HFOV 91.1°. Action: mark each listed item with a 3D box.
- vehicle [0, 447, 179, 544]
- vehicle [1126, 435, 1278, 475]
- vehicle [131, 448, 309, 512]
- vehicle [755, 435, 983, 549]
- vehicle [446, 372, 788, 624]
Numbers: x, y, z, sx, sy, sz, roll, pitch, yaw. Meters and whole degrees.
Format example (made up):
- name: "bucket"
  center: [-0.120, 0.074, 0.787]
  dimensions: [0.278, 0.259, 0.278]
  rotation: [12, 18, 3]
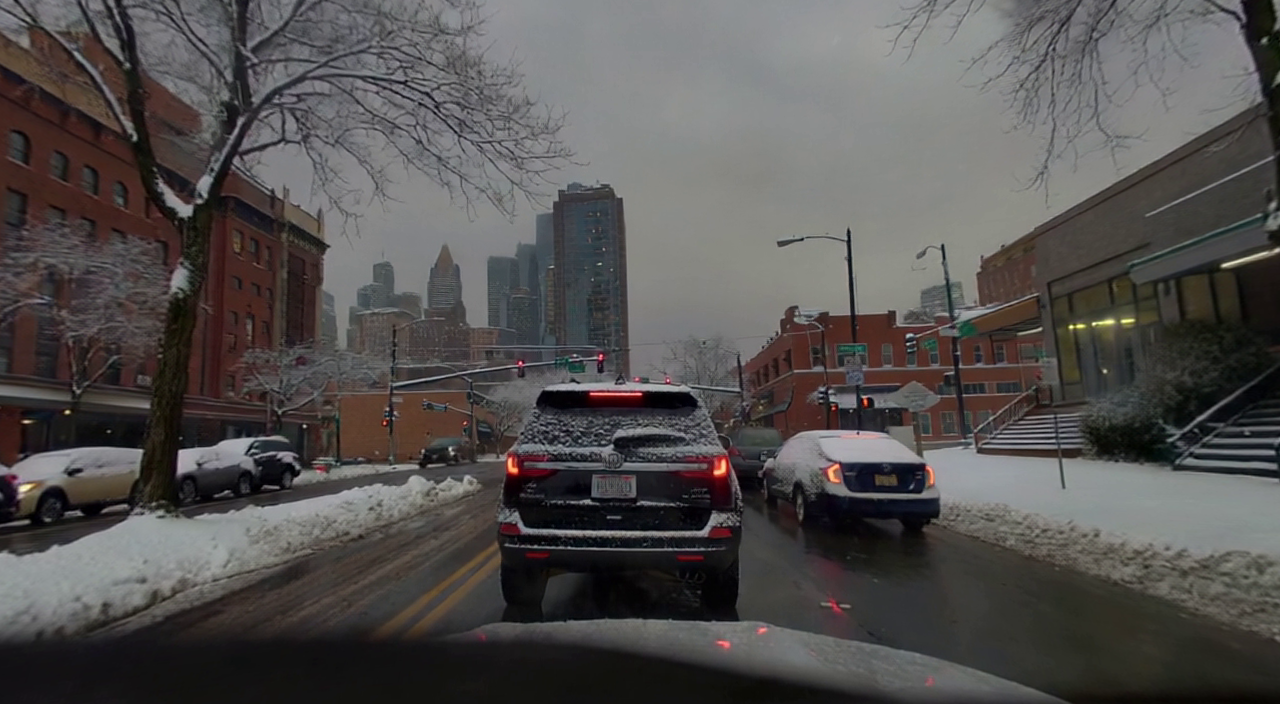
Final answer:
- name: "vehicle"
  center: [-12.542, 2.918, 13.452]
  dimensions: [1.891, 1.723, 4.360]
  rotation: [0, -8, 1]
- name: "vehicle"
  center: [22.154, 4.053, 24.973]
  dimensions: [4.055, 1.469, 1.848]
  rotation: [-4, -9, 25]
- name: "vehicle"
  center: [-12.463, 3.782, 19.130]
  dimensions: [2.207, 1.648, 4.675]
  rotation: [0, -8, -1]
- name: "vehicle"
  center: [3.289, 2.085, 10.075]
  dimensions: [2.056, 1.422, 4.130]
  rotation: [0, -8, -1]
- name: "vehicle"
  center: [-0.159, 1.362, 6.755]
  dimensions: [2.453, 1.816, 4.300]
  rotation: [0, -8, 0]
